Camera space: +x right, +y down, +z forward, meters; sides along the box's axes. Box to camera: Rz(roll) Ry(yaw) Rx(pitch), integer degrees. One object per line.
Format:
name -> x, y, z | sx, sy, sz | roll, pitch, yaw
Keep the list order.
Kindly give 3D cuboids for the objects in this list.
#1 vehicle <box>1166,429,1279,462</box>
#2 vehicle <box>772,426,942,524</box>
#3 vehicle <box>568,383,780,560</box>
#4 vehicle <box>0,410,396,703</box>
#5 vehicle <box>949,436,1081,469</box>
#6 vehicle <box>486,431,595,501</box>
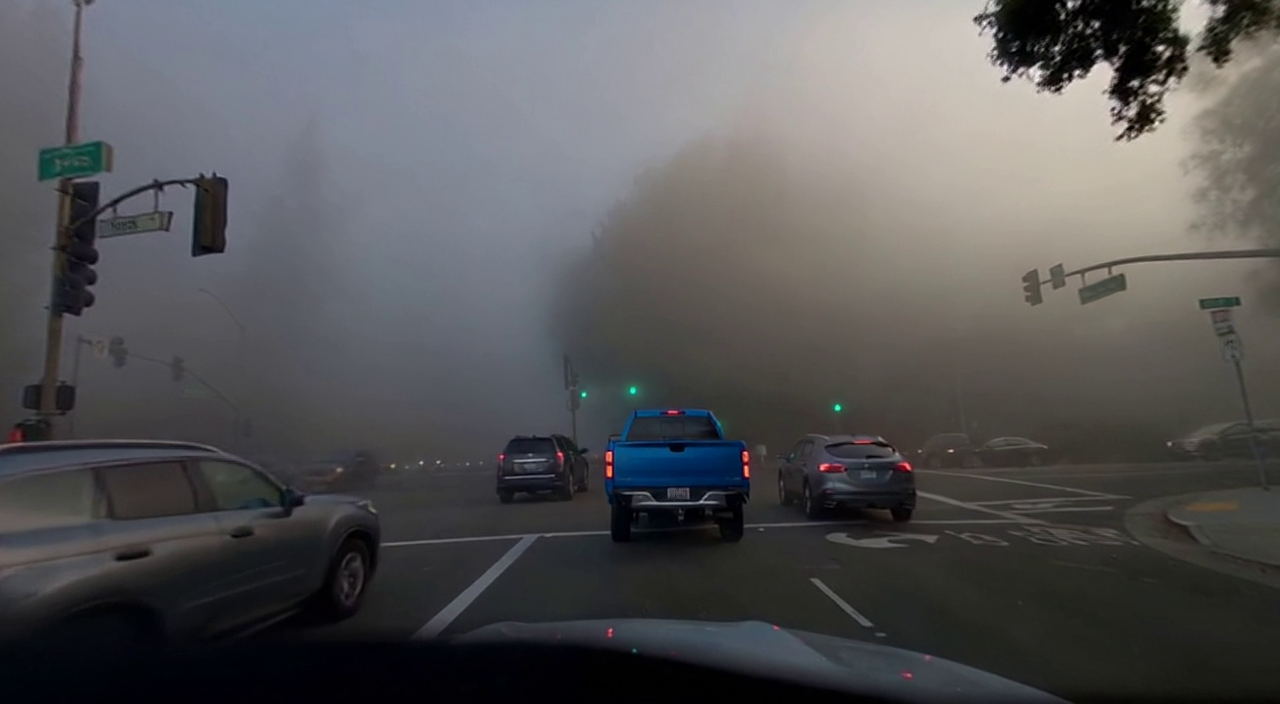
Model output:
vehicle -> 27.777, 4.363, 29.459 | 4.681, 1.458, 1.908 | 0, -9, -1
vehicle -> 4.169, 2.433, 12.986 | 1.984, 1.659, 4.226 | 0, -8, 0
vehicle -> 0.482, 1.772, 9.964 | 2.505, 2.084, 4.768 | 0, -8, 2
vehicle -> -3.321, 1.130, 3.449 | 1.998, 1.481, 4.656 | 0, -8, 1
vehicle -> 16.896, 4.538, 28.518 | 4.809, 1.458, 1.842 | 0, -9, -3
vehicle -> -2.690, 3.241, 18.390 | 2.125, 1.739, 4.707 | -1, -8, 4
